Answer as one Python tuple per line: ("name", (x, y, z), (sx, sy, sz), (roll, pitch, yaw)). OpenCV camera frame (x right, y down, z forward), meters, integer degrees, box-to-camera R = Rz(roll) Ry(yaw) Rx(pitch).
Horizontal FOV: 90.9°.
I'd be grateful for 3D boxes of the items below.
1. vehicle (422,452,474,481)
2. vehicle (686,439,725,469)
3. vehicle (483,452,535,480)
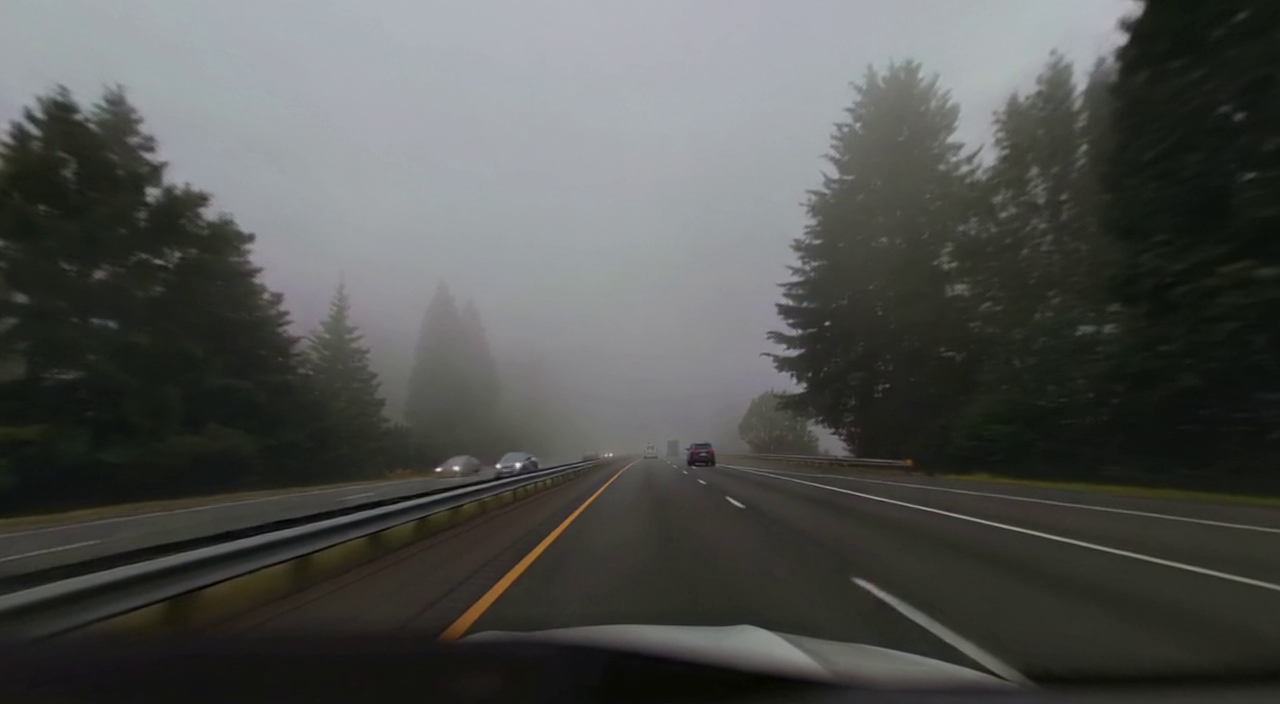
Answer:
("vehicle", (-12.509, 7.457, 41.301), (1.914, 1.702, 4.605), (0, -9, 1))
("vehicle", (4.619, 7.267, 45.134), (2.189, 2.007, 4.872), (0, -9, -1))
("vehicle", (-7.662, 6.693, 37.334), (1.971, 1.514, 4.586), (0, -9, 1))
